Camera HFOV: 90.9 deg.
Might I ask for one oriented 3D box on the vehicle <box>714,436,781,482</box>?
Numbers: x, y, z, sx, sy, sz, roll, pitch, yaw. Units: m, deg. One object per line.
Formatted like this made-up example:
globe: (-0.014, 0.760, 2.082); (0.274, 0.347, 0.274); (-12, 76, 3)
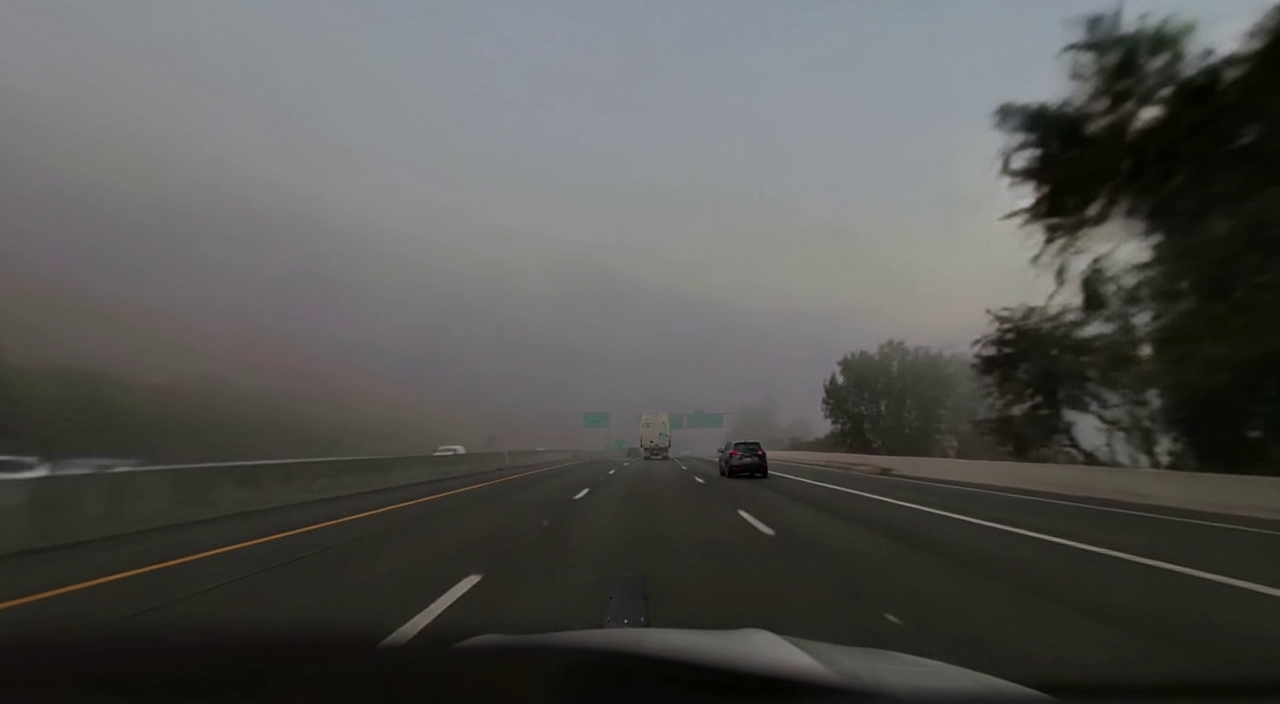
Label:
vehicle: (4.110, 4.139, 24.724); (1.880, 1.624, 3.941); (0, -9, 0)
